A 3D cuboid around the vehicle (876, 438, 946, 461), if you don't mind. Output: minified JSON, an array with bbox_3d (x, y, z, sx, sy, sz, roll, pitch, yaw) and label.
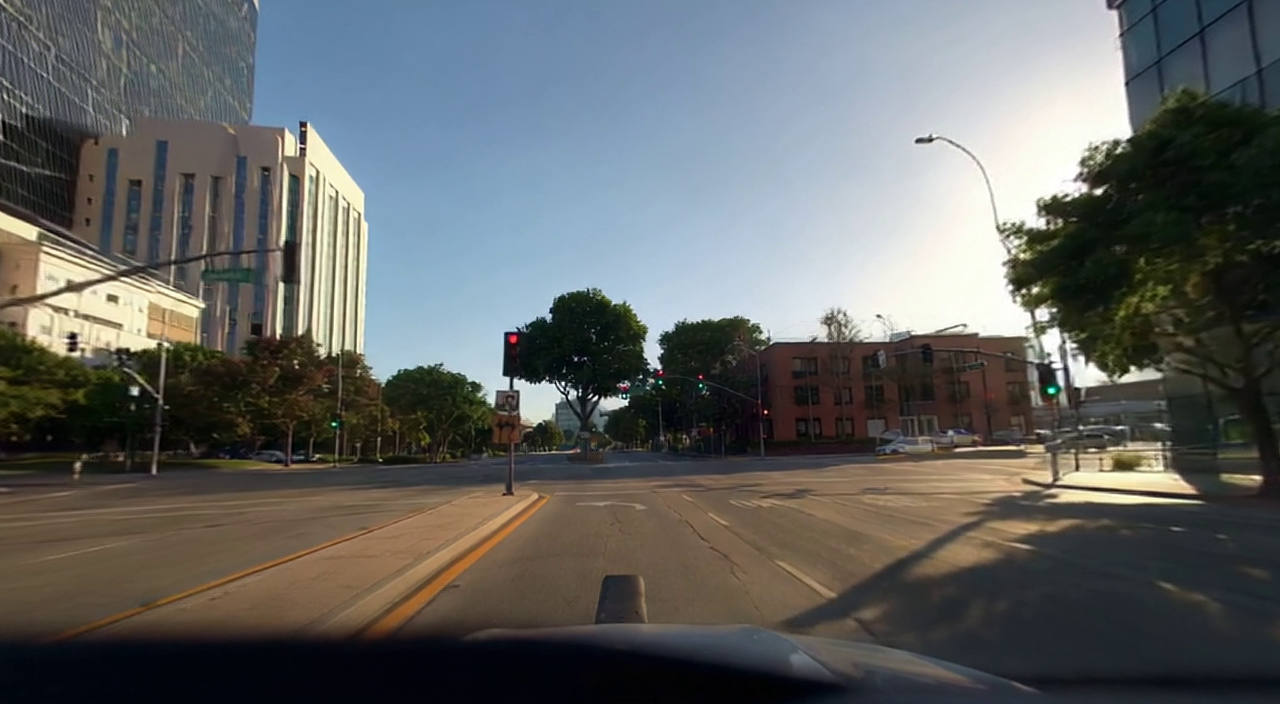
[{"bbox_3d":[20.491,7.347,47.540,4.769,1.634,1.884,3,-9,-21],"label":"vehicle"}]
